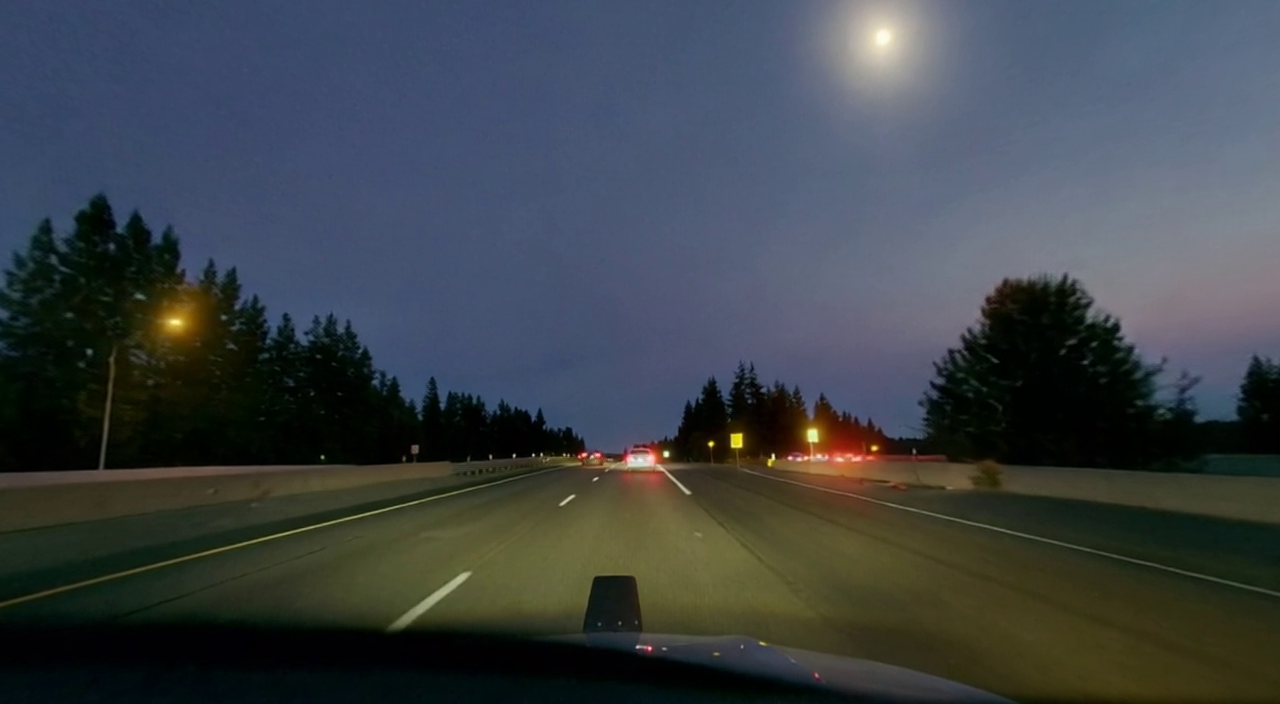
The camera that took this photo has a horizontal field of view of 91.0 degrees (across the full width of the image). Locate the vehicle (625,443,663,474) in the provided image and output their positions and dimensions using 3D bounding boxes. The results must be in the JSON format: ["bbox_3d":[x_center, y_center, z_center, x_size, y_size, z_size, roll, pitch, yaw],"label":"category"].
[{"bbox_3d":[0.226,6.141,36.412,2.130,1.684,3.826,0,-9,0],"label":"vehicle"}]

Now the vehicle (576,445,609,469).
[{"bbox_3d":[-3.576,8.047,48.421,2.130,1.741,4.665,0,-9,1],"label":"vehicle"}]
